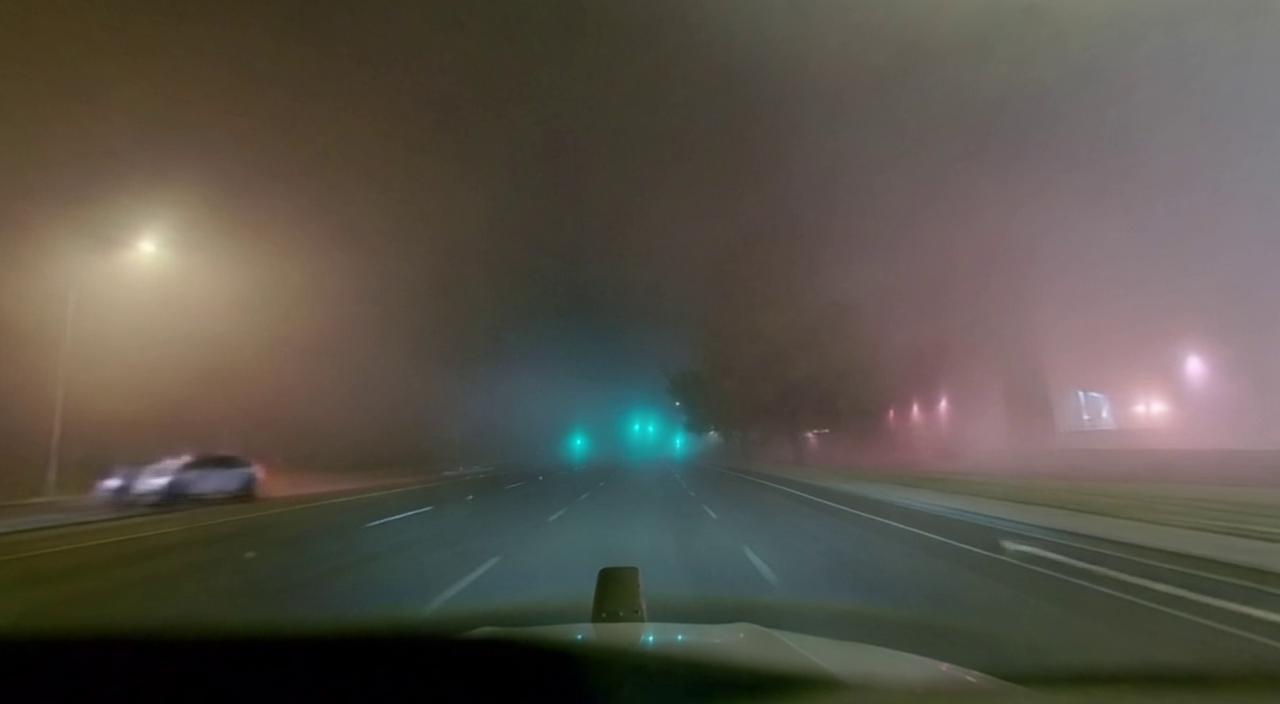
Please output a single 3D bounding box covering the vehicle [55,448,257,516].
[{"bbox_3d":[-13.415,3.582,17.932,2.094,1.638,4.477,-1,-9,2],"label":"vehicle"}]
